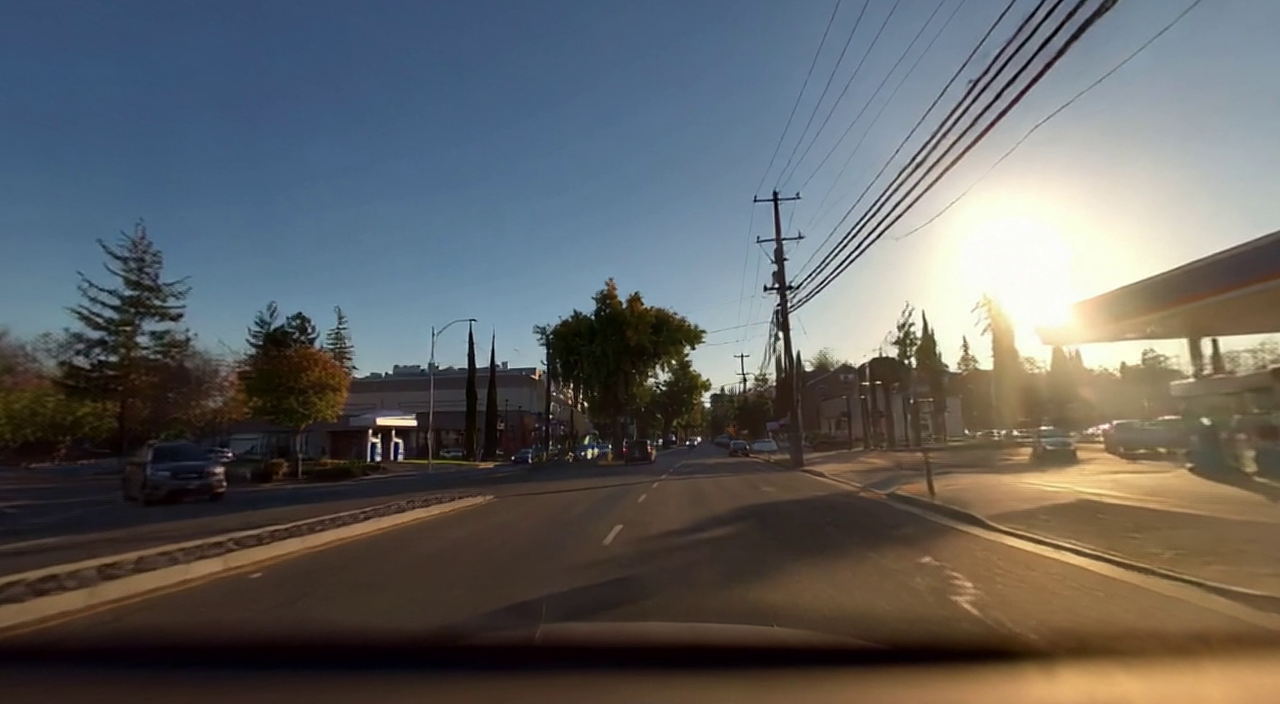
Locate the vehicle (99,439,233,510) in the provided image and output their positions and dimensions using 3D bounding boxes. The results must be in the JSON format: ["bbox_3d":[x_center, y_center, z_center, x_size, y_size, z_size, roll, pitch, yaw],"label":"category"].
[{"bbox_3d":[-16.525,4.128,21.894,5.575,2.142,1.996,-6,-10,36],"label":"vehicle"}]

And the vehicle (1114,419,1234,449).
[{"bbox_3d":[28.961,4.506,34.413,1.901,1.509,4.610,2,-9,-16],"label":"vehicle"}]

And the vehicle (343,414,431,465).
[{"bbox_3d":[-18.928,6.634,47.789,2.923,3.546,7.640,-1,-8,5],"label":"vehicle"}]

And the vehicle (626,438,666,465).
[{"bbox_3d":[0.441,6.015,38.227,2.073,1.525,3.968,-1,-8,6],"label":"vehicle"}]

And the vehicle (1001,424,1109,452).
[{"bbox_3d":[23.171,4.864,35.445,1.908,1.474,4.885,2,-9,-17],"label":"vehicle"}]
